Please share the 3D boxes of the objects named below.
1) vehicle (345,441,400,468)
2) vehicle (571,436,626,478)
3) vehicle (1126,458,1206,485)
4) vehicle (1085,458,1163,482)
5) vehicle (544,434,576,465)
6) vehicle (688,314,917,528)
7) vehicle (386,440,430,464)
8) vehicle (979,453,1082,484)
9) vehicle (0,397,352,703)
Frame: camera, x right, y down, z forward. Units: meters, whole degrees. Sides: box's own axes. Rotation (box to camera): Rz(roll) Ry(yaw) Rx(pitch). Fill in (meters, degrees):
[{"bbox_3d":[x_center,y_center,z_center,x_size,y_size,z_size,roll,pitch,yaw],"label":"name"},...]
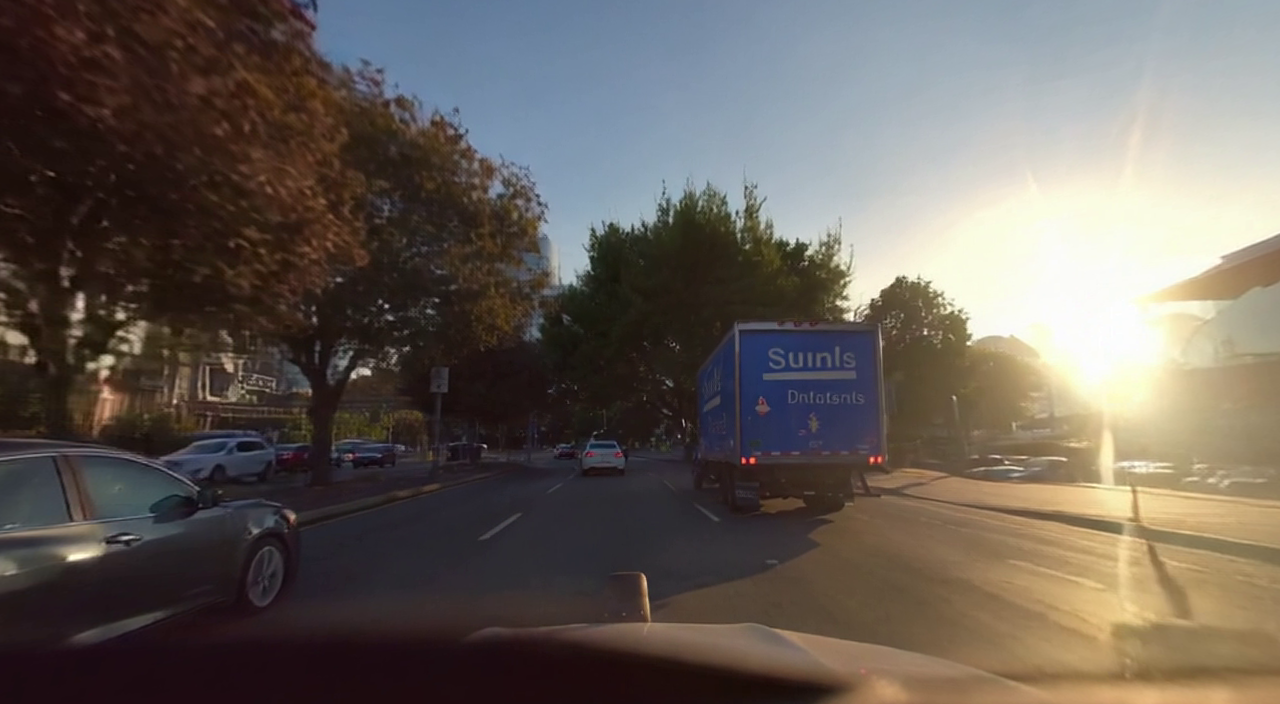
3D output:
[{"bbox_3d":[-17.483,6.698,41.275,1.970,1.644,4.241,0,-9,-4],"label":"vehicle"},{"bbox_3d":[-2.039,4.897,29.607,2.388,1.811,4.455,1,-9,-6],"label":"vehicle"},{"bbox_3d":[34.624,7.825,41.315,4.494,1.612,2.043,3,-9,-22],"label":"vehicle"},{"bbox_3d":[33.795,8.191,43.840,4.896,1.480,2.015,3,-8,-22],"label":"vehicle"},{"bbox_3d":[-6.125,7.547,48.685,2.269,2.181,5.787,1,-9,-5],"label":"vehicle"},{"bbox_3d":[3.074,1.763,14.963,2.905,3.644,8.441,0,-9,-2],"label":"vehicle"},{"bbox_3d":[-18.166,7.856,49.408,2.004,1.728,4.714,0,-9,-5],"label":"vehicle"},{"bbox_3d":[20.305,6.005,32.636,4.684,1.477,2.079,3,-9,-22],"label":"vehicle"},{"bbox_3d":[-3.592,1.094,3.543,1.828,1.515,4.422,0,-9,0],"label":"vehicle"}]
